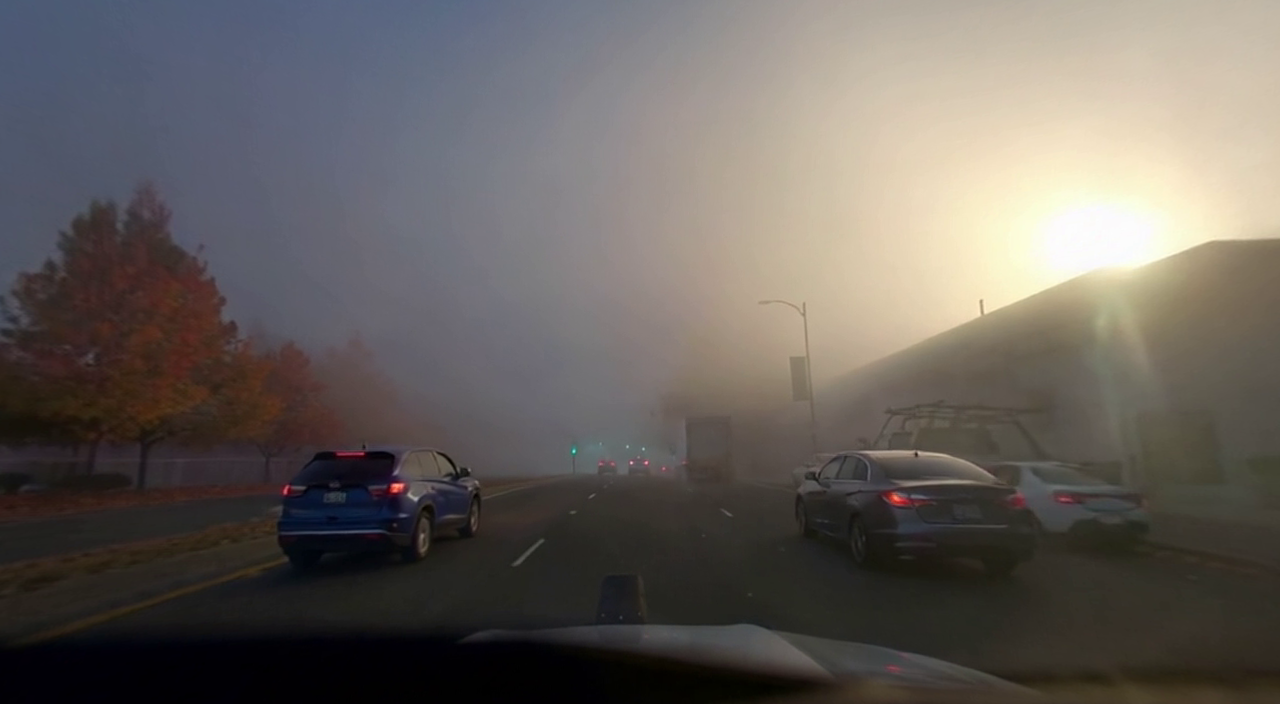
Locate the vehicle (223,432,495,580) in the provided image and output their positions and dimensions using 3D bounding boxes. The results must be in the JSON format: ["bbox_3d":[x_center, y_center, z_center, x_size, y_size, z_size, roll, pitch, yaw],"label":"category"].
[{"bbox_3d":[-3.500,1.976,8.959,1.751,1.540,4.481,0,-9,1],"label":"vehicle"}]

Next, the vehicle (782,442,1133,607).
[{"bbox_3d":[3.416,1.929,8.180,1.915,1.449,4.970,0,-9,-1],"label":"vehicle"}]

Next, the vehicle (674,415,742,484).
[{"bbox_3d":[3.918,6.042,39.150,3.003,3.680,10.684,0,-9,0],"label":"vehicle"}]
